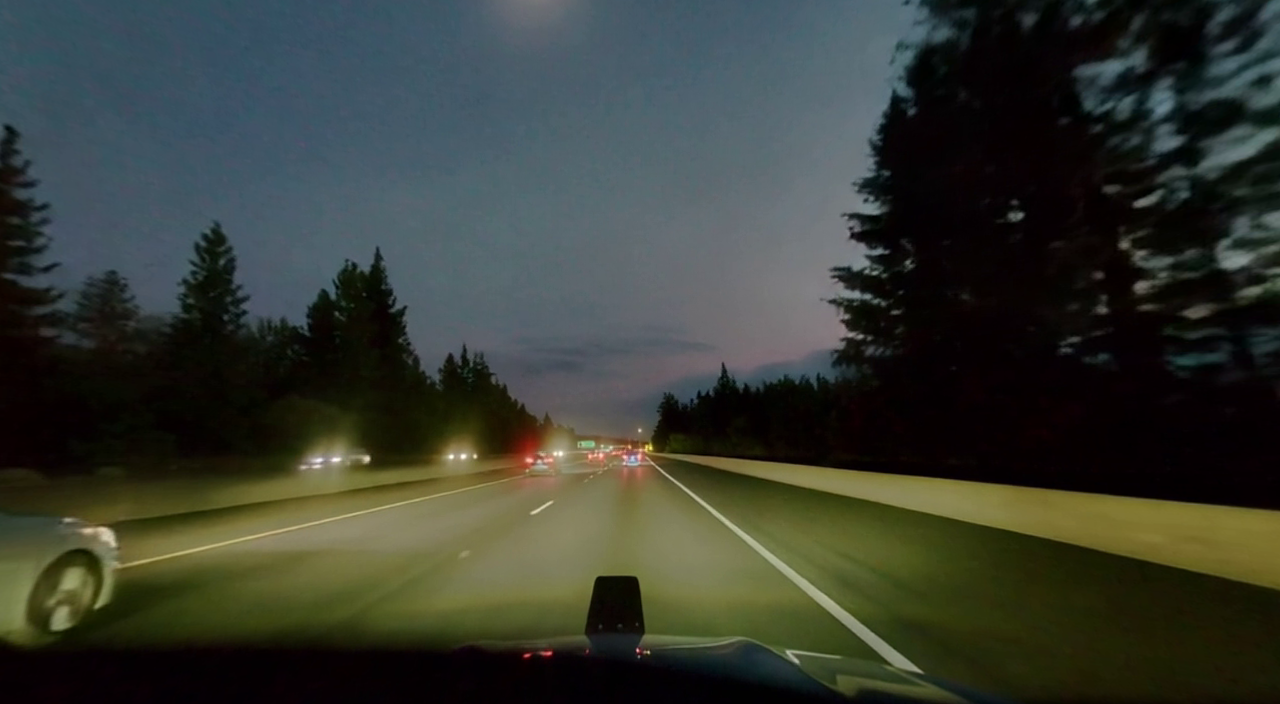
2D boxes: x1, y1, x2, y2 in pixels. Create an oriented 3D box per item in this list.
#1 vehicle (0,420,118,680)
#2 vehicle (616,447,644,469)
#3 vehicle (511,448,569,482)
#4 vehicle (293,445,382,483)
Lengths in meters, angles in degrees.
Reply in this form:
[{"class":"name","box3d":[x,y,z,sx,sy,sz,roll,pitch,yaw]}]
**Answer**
[{"class":"vehicle","box3d":[-4.687,0.955,2.305,1.838,1.508,4.317,0,-9,0]},{"class":"vehicle","box3d":[-0.820,8.215,48.859,2.070,1.603,4.806,0,-9,-2]},{"class":"vehicle","box3d":[-4.706,5.360,30.260,2.052,1.468,4.390,0,-9,0]},{"class":"vehicle","box3d":[-13.071,4.857,27.595,1.741,1.507,4.346,0,-9,0]}]
